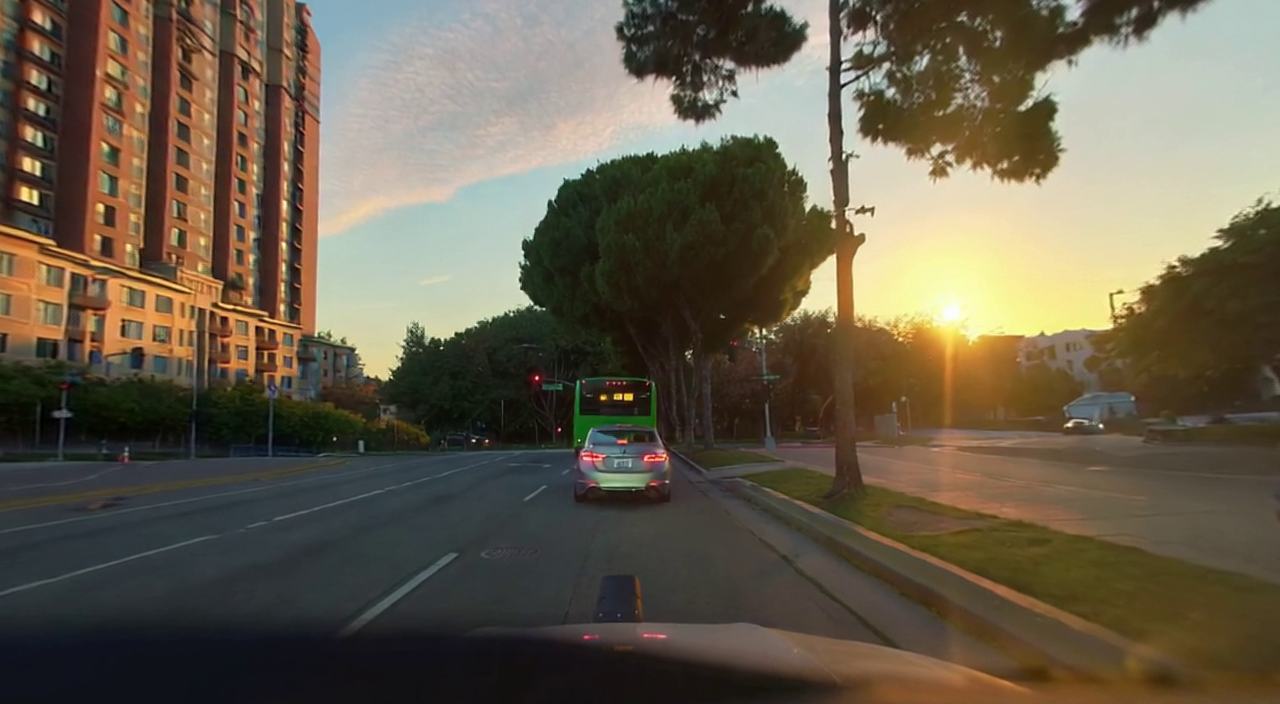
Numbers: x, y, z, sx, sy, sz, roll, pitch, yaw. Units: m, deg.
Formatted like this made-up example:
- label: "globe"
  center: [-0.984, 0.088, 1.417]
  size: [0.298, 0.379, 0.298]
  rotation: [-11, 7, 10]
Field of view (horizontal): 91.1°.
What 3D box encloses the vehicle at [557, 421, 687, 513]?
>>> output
- label: "vehicle"
  center: [-0.330, 2.091, 12.056]
  size: [2.064, 1.452, 3.942]
  rotation: [0, -7, -1]
